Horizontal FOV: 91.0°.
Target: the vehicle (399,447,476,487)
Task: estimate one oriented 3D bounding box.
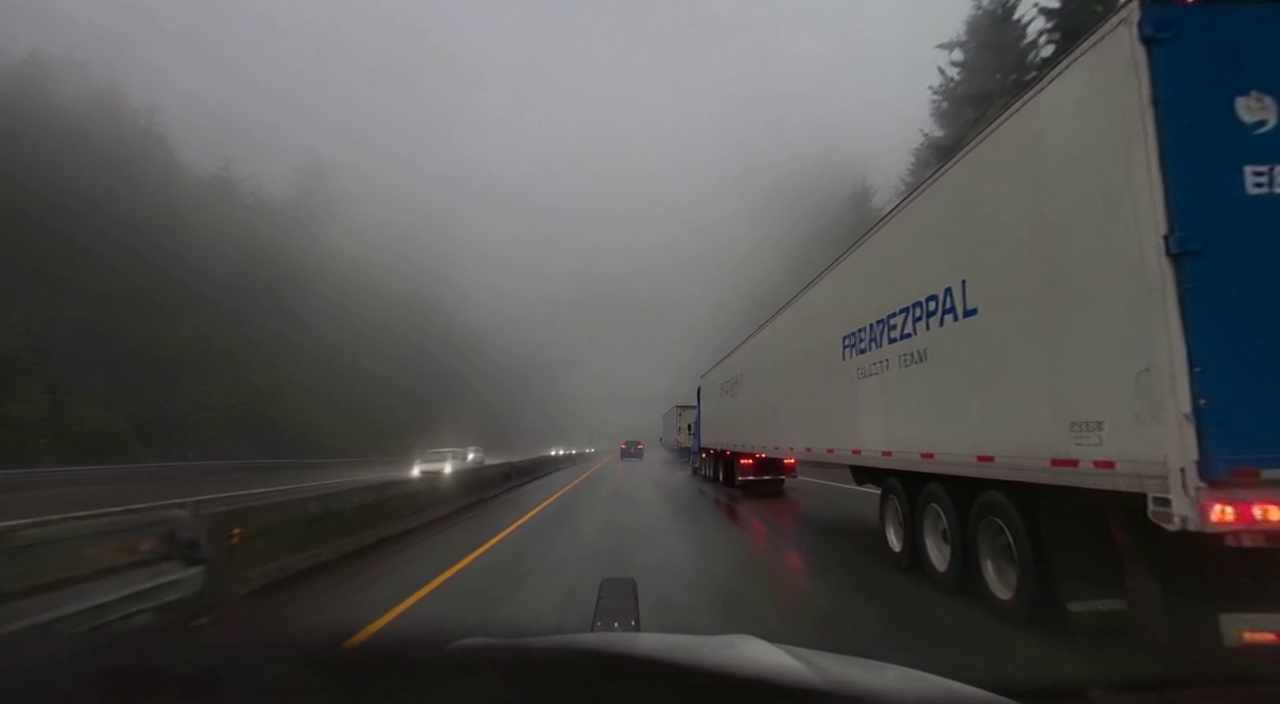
[{"bbox_3d":[-8.628,4.897,27.212,1.986,1.522,4.181,-1,-8,0],"label":"vehicle"}]

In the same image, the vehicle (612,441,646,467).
[{"bbox_3d":[-0.680,6.069,37.639,1.943,1.491,3.459,0,-8,-1],"label":"vehicle"}]

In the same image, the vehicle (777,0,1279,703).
[{"bbox_3d":[4.234,0.345,7.708,2.853,4.086,9.078,0,-8,-1],"label":"vehicle"}]
